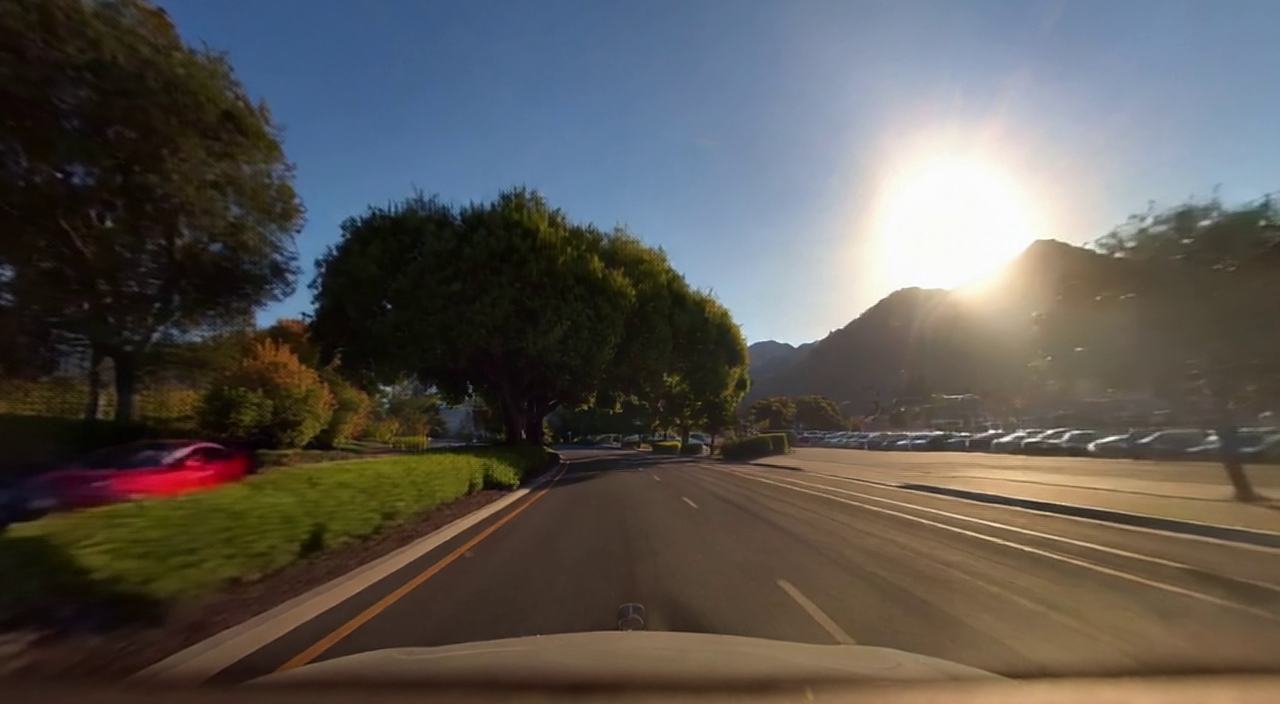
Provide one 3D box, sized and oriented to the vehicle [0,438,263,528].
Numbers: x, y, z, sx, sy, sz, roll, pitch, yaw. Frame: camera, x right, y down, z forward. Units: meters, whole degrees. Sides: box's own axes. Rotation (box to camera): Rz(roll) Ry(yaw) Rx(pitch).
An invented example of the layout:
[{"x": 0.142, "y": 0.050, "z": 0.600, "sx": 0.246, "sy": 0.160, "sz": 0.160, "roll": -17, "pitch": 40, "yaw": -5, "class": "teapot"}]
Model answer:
[{"x": -9.980, "y": 2.538, "z": 12.841, "sx": 2.055, "sy": 1.471, "sz": 4.317, "roll": 0, "pitch": -9, "yaw": -2, "class": "vehicle"}]
